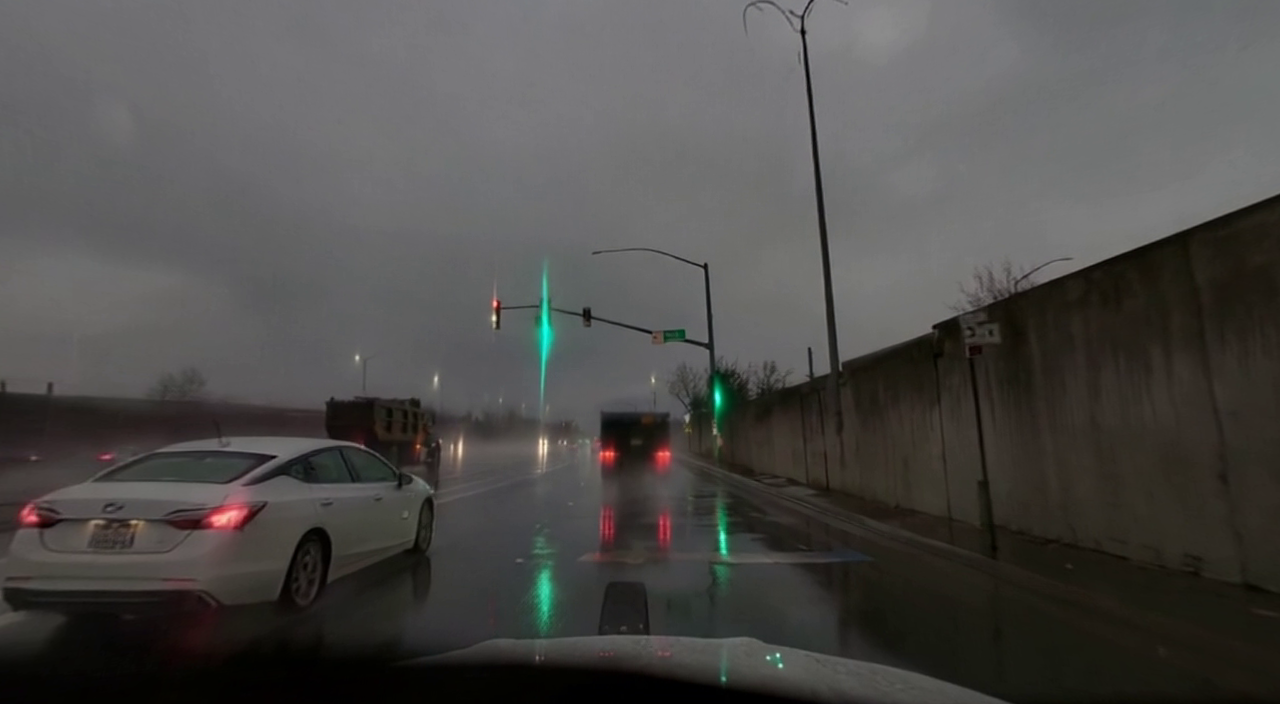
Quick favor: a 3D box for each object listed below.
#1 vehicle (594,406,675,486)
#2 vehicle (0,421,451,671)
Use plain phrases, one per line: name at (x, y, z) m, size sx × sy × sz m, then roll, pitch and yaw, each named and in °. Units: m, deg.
vehicle at (-0.219, 3.123, 21.051) m, size 2.355 × 2.305 × 5.336 m, roll 0°, pitch -8°, yaw -1°
vehicle at (-3.731, 1.525, 6.342) m, size 2.019 × 1.480 × 4.966 m, roll 0°, pitch -8°, yaw 1°
